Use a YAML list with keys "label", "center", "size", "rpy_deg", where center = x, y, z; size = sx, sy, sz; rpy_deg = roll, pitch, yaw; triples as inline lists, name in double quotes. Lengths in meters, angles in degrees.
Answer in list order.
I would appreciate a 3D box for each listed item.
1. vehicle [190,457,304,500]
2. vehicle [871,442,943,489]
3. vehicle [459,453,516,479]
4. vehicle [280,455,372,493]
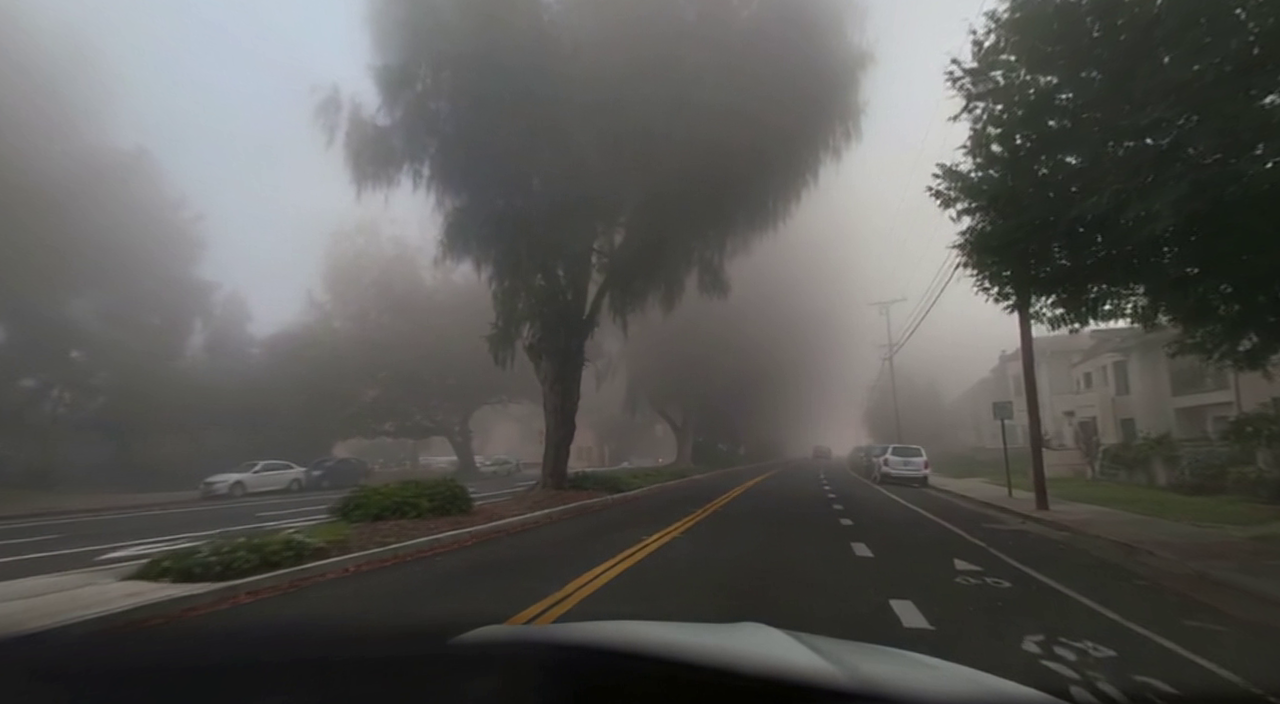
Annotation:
- label: "vehicle"
  center: [-17.630, 5.662, 28.576]
  size: [1.809, 1.677, 4.253]
  rpy_deg: [-2, -9, 13]
- label: "vehicle"
  center: [10.268, 4.348, 24.540]
  size: [2.011, 1.649, 4.001]
  rpy_deg: [-3, -9, 15]
- label: "vehicle"
  center: [-11.790, 8.841, 49.153]
  size: [2.060, 1.814, 5.097]
  rpy_deg: [-3, -9, 16]
- label: "vehicle"
  center: [-16.478, 6.372, 33.323]
  size: [1.886, 1.777, 4.273]
  rpy_deg: [-3, -9, 15]
